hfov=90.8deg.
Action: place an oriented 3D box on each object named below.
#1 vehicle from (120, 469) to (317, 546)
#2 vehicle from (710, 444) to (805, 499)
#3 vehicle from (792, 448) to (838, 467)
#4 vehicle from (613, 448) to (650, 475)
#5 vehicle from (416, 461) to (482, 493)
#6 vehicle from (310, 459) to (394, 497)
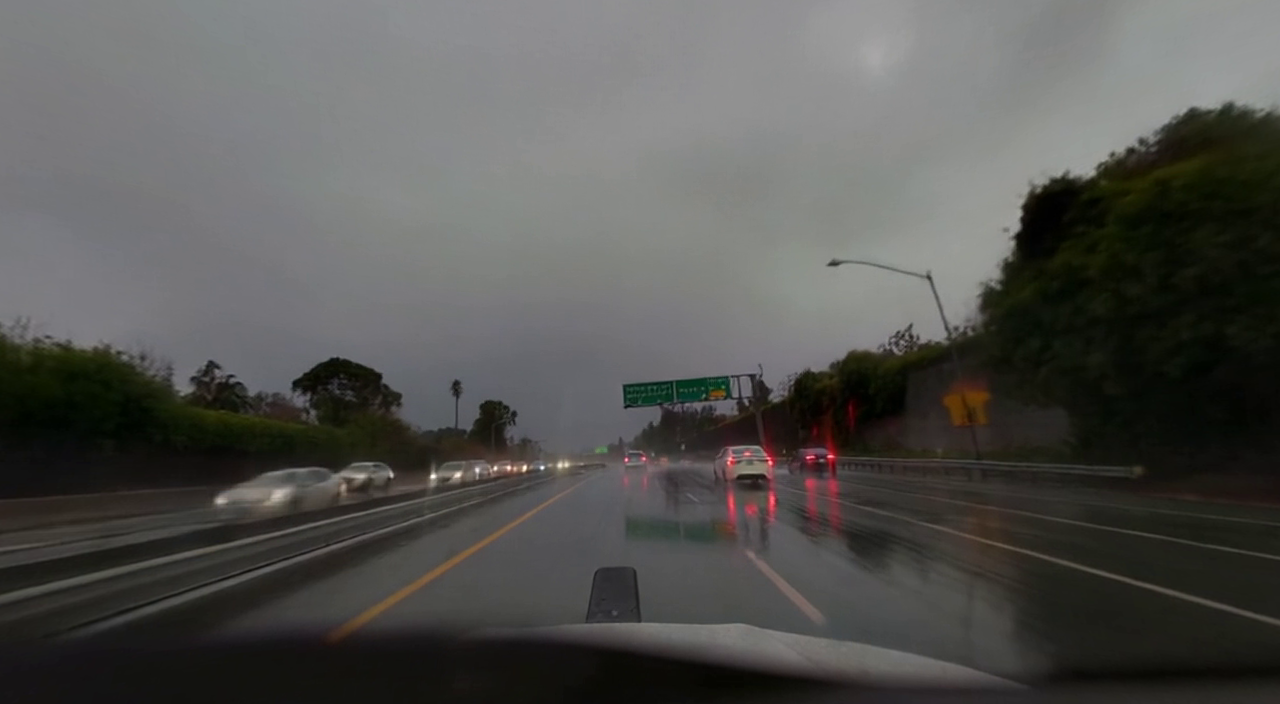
[{"bbox_3d":[-10.630,3.909,16.428,1.791,1.523,4.364,-1,-8,5],"label":"vehicle"},{"bbox_3d":[3.475,3.603,19.508,1.972,1.488,4.335,0,-8,-2],"label":"vehicle"},{"bbox_3d":[13.187,7.963,47.925,2.042,1.390,4.386,0,-8,-3],"label":"vehicle"},{"bbox_3d":[-0.477,6.527,37.869,2.090,1.510,4.280,0,-8,0],"label":"vehicle"},{"bbox_3d":[-10.090,6.630,33.791,2.069,1.447,4.361,0,-8,1],"label":"vehicle"},{"bbox_3d":[-14.305,6.264,31.715,1.915,1.624,4.872,0,-8,0],"label":"vehicle"}]
